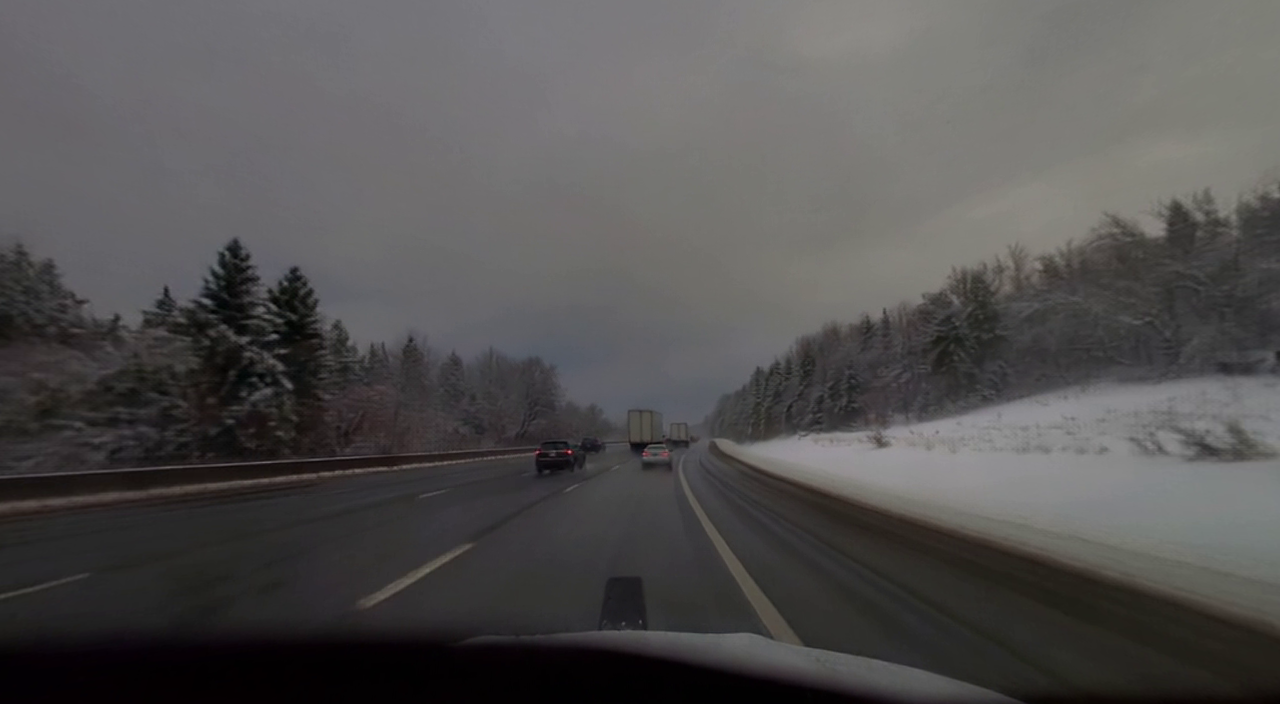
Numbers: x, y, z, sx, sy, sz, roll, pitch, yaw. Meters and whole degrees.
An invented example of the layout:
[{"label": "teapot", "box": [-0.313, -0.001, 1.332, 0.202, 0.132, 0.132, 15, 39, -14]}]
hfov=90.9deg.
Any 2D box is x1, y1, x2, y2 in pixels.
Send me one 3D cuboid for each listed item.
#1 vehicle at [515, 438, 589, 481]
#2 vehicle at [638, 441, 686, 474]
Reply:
[{"label": "vehicle", "box": [-3.243, 4.096, 24.333, 1.916, 1.486, 4.631, -1, -9, 4]}, {"label": "vehicle", "box": [0.968, 4.632, 27.887, 1.984, 1.365, 3.767, 0, -9, 2]}]
